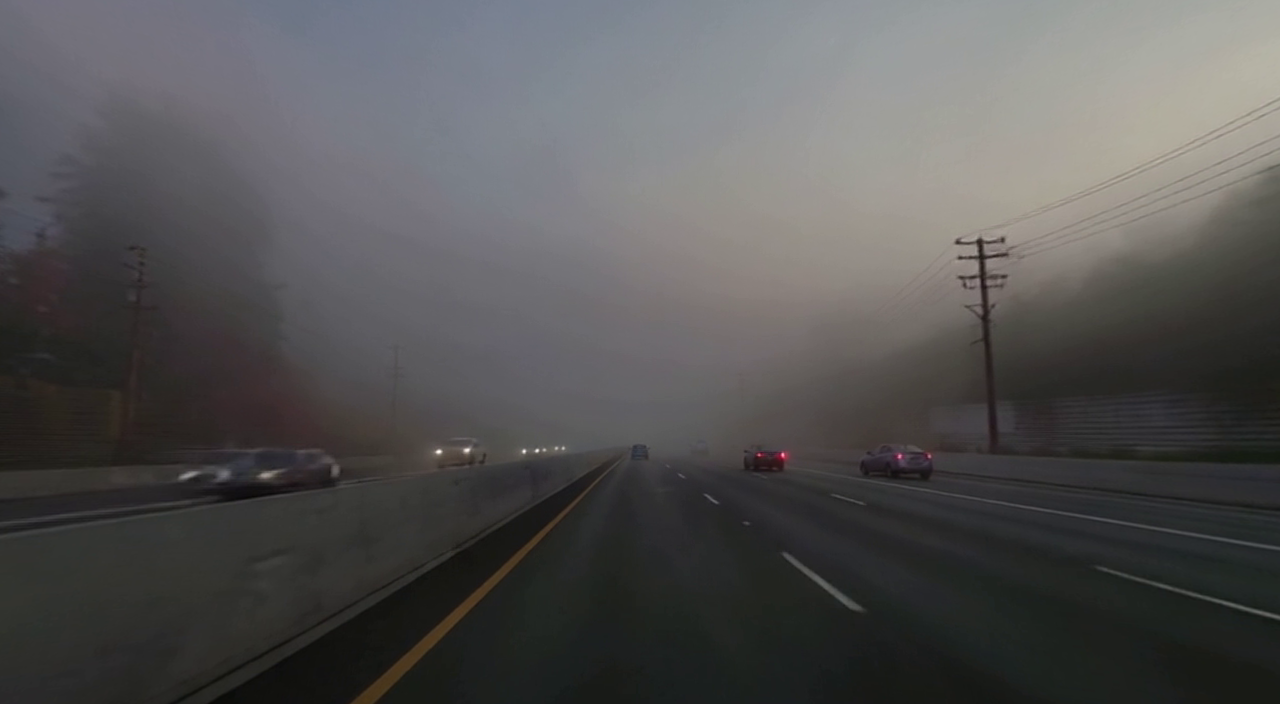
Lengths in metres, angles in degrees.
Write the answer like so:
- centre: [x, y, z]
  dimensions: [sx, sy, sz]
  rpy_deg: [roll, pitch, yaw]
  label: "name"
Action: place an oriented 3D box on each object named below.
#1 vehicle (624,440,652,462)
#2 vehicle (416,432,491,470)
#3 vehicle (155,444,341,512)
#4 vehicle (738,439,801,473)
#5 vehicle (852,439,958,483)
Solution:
- centre: [-0.153, 7.178, 45.839]
  dimensions: [1.993, 1.506, 3.883]
  rpy_deg: [0, -8, 0]
  label: "vehicle"
- centre: [-9.921, 5.331, 34.113]
  dimensions: [2.483, 1.868, 4.989]
  rpy_deg: [0, -8, 0]
  label: "vehicle"
- centre: [-9.809, 3.137, 16.343]
  dimensions: [1.946, 1.495, 4.468]
  rpy_deg: [0, -8, 0]
  label: "vehicle"
- centre: [6.356, 5.161, 31.628]
  dimensions: [2.069, 1.520, 4.614]
  rpy_deg: [0, -8, -1]
  label: "vehicle"
- centre: [9.764, 4.025, 23.695]
  dimensions: [1.969, 1.506, 4.422]
  rpy_deg: [0, -8, -1]
  label: "vehicle"
